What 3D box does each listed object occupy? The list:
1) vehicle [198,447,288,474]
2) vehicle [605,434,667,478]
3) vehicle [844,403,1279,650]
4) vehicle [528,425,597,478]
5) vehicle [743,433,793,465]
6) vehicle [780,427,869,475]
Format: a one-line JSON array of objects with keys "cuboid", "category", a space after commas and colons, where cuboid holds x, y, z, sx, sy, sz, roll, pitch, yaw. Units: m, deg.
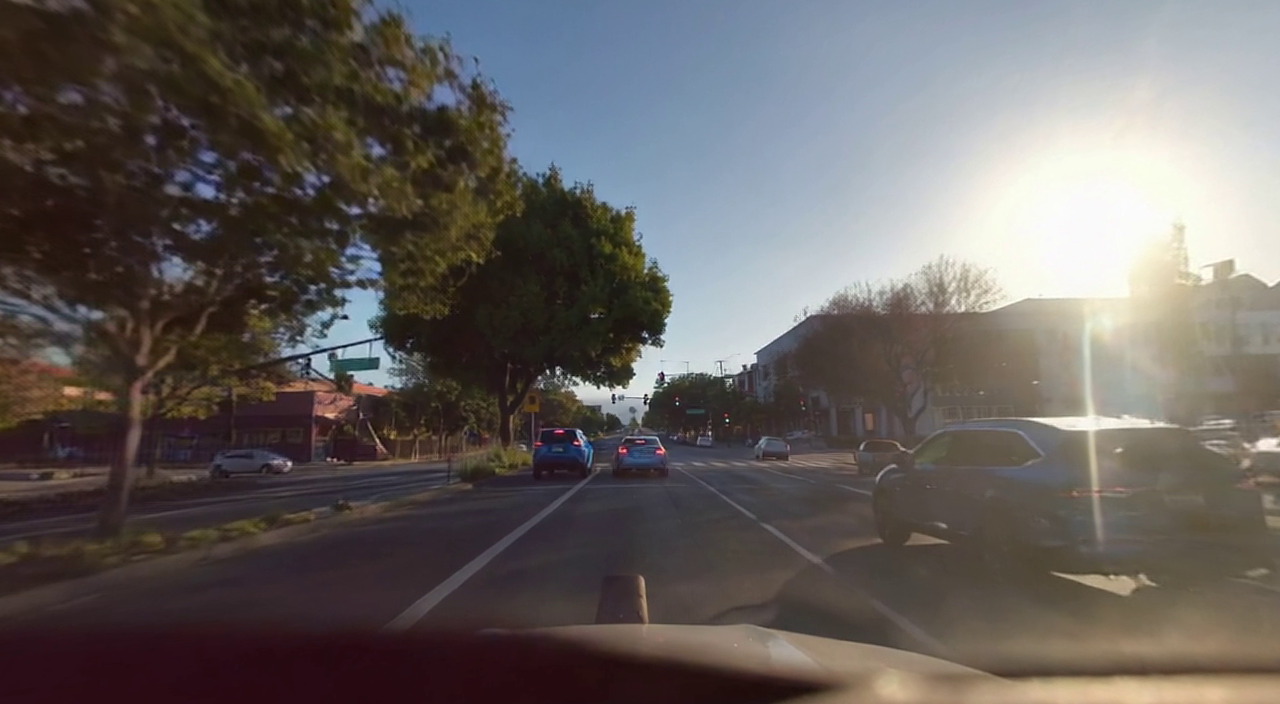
[{"cuboid": [-24.845, 6.762, 39.714, 4.561, 1.588, 1.832, 5, -10, -29], "category": "vehicle"}, {"cuboid": [-0.151, 3.804, 23.333, 2.097, 1.480, 4.006, 0, -8, 0], "category": "vehicle"}, {"cuboid": [3.679, 1.378, 6.085, 1.861, 1.473, 4.393, 0, -8, -1], "category": "vehicle"}, {"cuboid": [-2.875, 3.856, 24.621, 2.064, 1.825, 4.760, 0, -8, 0], "category": "vehicle"}, {"cuboid": [7.078, 5.420, 35.365, 1.894, 1.693, 4.110, 0, -8, -1], "category": "vehicle"}, {"cuboid": [7.268, 3.976, 25.477, 2.068, 1.731, 4.752, 0, -8, -1], "category": "vehicle"}]
